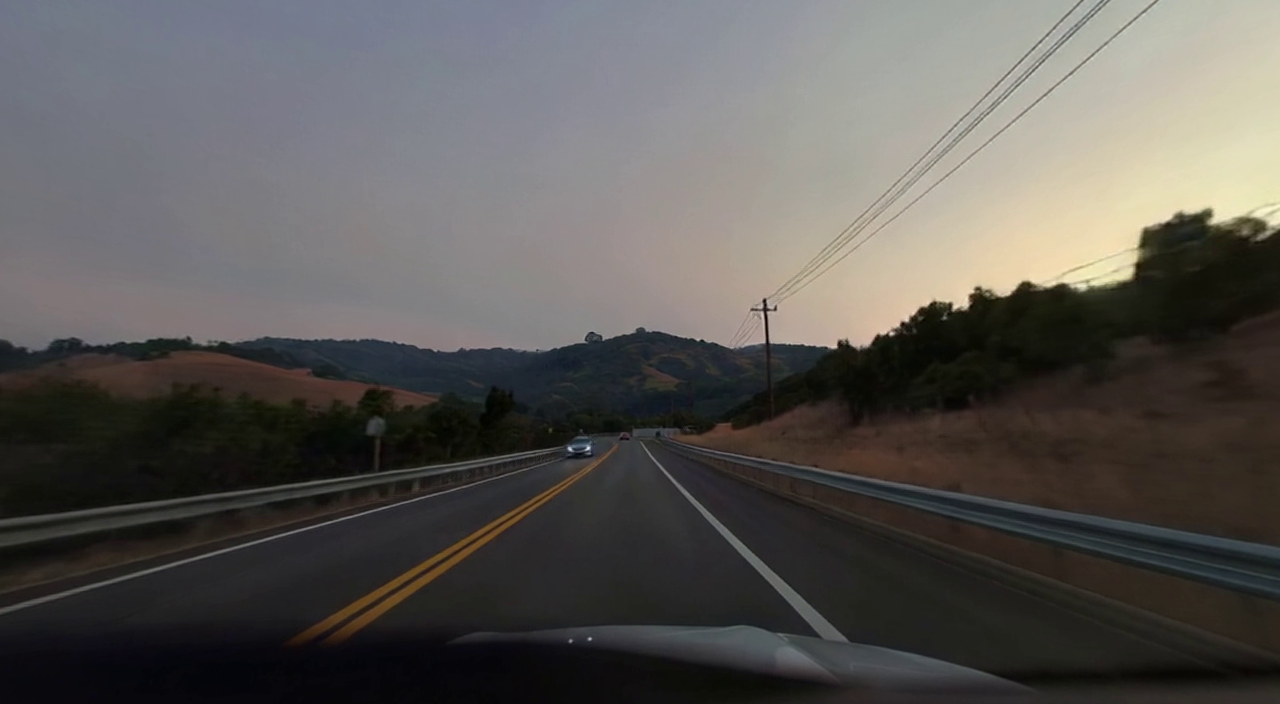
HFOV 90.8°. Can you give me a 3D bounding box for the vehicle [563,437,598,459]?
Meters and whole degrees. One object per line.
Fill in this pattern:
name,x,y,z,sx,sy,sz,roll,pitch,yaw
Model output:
vehicle,-4.239,6.973,45.695,2.047,1.486,4.405,0,-9,0
